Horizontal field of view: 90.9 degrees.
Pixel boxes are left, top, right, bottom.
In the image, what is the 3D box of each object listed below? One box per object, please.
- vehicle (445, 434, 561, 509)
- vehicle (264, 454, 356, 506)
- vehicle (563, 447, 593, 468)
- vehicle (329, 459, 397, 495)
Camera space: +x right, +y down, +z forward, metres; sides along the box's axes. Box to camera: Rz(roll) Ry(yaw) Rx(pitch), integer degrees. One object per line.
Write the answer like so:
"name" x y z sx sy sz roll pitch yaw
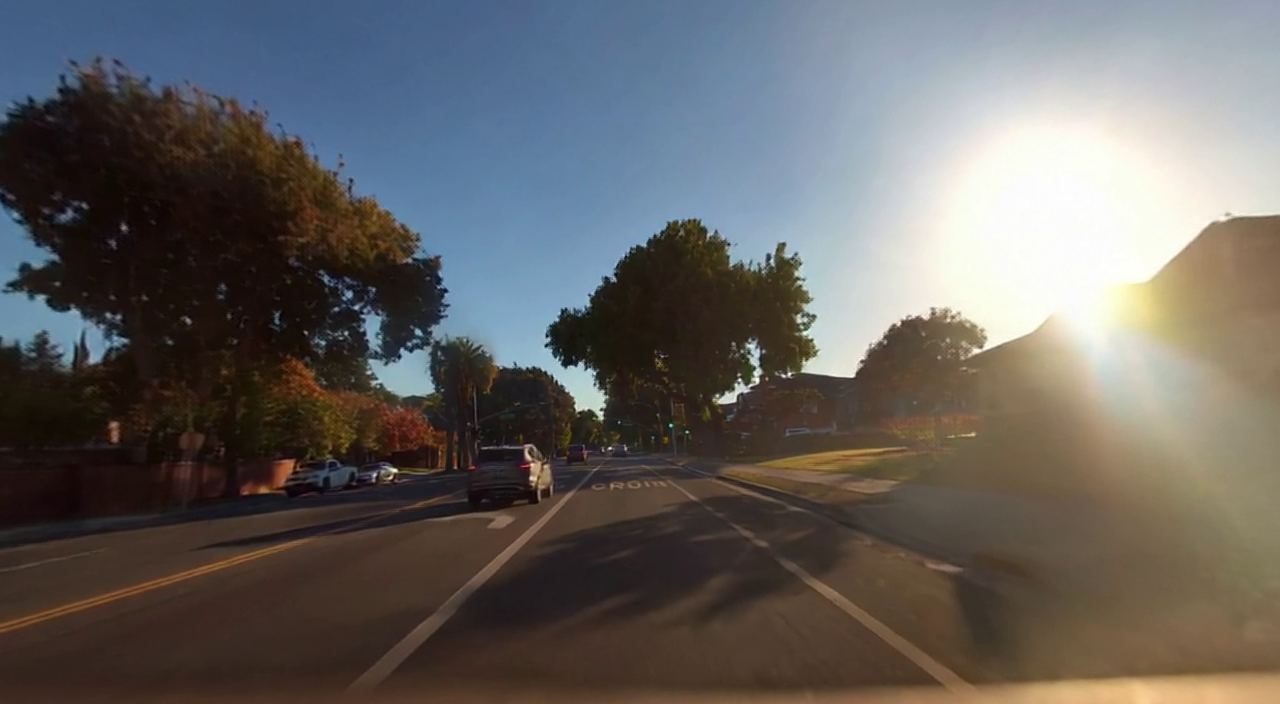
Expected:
"vehicle" -3.455 3.115 16.941 2.084 1.701 4.734 0 -8 0
"vehicle" -14.792 5.705 28.605 1.972 1.887 4.777 -3 -7 -5
"vehicle" -4.838 8.277 49.625 2.060 1.530 4.121 0 -8 -1
"vehicle" -15.065 6.779 34.500 1.860 1.490 4.542 -4 -7 -2
